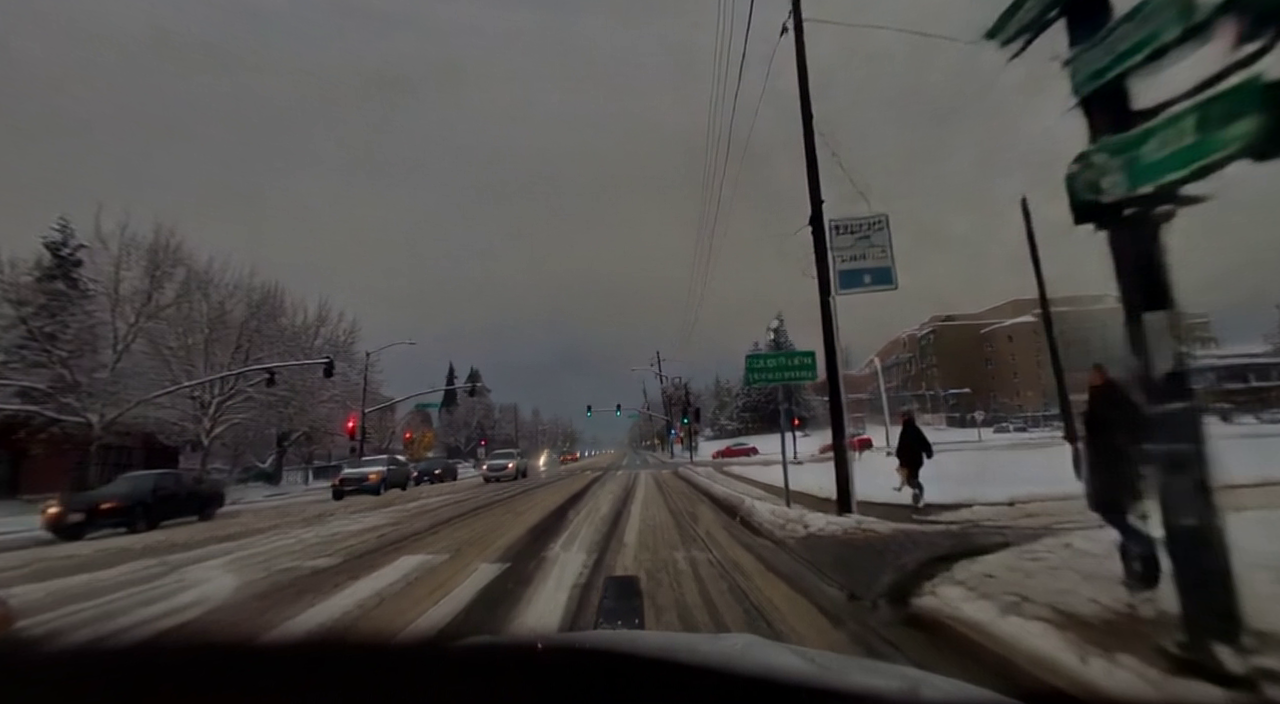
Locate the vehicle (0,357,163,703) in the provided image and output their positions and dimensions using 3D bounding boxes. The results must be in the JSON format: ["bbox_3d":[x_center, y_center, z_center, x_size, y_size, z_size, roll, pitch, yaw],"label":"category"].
[{"bbox_3d":[-3.278,0.638,0.615,2.042,1.673,4.516,-1,-8,0],"label":"vehicle"}]

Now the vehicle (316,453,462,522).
[{"bbox_3d":[-6.421,3.486,16.782,1.960,1.479,4.654,-1,-8,0],"label":"vehicle"}]

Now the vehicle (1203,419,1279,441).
[{"bbox_3d":[46.289,6.051,48.377,1.731,1.495,4.286,-1,-8,-5],"label":"vehicle"}]

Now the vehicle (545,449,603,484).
[{"bbox_3d":[-3.044,5.372,29.927,2.147,1.472,4.406,-1,-8,2],"label":"vehicle"}]

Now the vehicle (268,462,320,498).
[{"bbox_3d":[-18.132,6.680,33.147,1.964,1.569,4.256,3,-9,-24],"label":"vehicle"}]

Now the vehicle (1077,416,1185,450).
[{"bbox_3d":[27.779,4.677,35.867,2.083,1.668,4.638,-1,-9,-5],"label":"vehicle"}]

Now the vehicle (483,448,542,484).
[{"bbox_3d":[-6.314,5.667,31.629,2.012,1.664,3.917,-1,-8,2],"label":"vehicle"}]

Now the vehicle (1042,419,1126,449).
[{"bbox_3d":[24.965,4.687,35.543,1.690,1.559,3.521,2,-10,-13],"label":"vehicle"}]

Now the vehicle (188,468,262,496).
[{"bbox_3d":[-26.839,8.386,40.713,3.960,1.600,1.885,-3,-9,19],"label":"vehicle"}]
